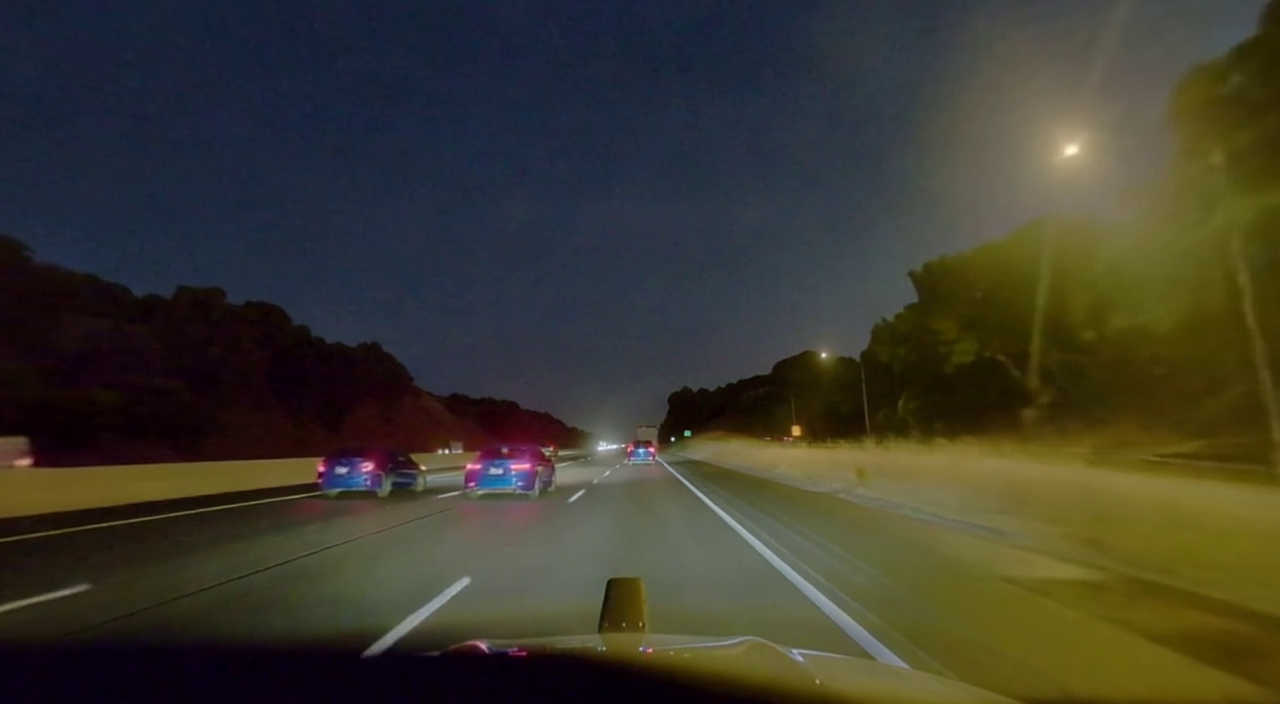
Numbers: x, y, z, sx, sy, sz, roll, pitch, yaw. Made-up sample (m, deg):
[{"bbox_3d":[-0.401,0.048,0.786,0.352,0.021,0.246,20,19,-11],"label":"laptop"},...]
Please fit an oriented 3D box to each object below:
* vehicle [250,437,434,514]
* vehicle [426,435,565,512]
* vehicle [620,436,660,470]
[{"bbox_3d":[-6.778,2.843,15.059,2.009,1.519,4.697,-1,-9,1],"label":"vehicle"},{"bbox_3d":[-3.336,2.920,15.756,2.139,1.589,5.102,-1,-9,2],"label":"vehicle"},{"bbox_3d":[0.060,6.297,39.516,2.309,1.915,5.130,-1,-9,1],"label":"vehicle"}]
